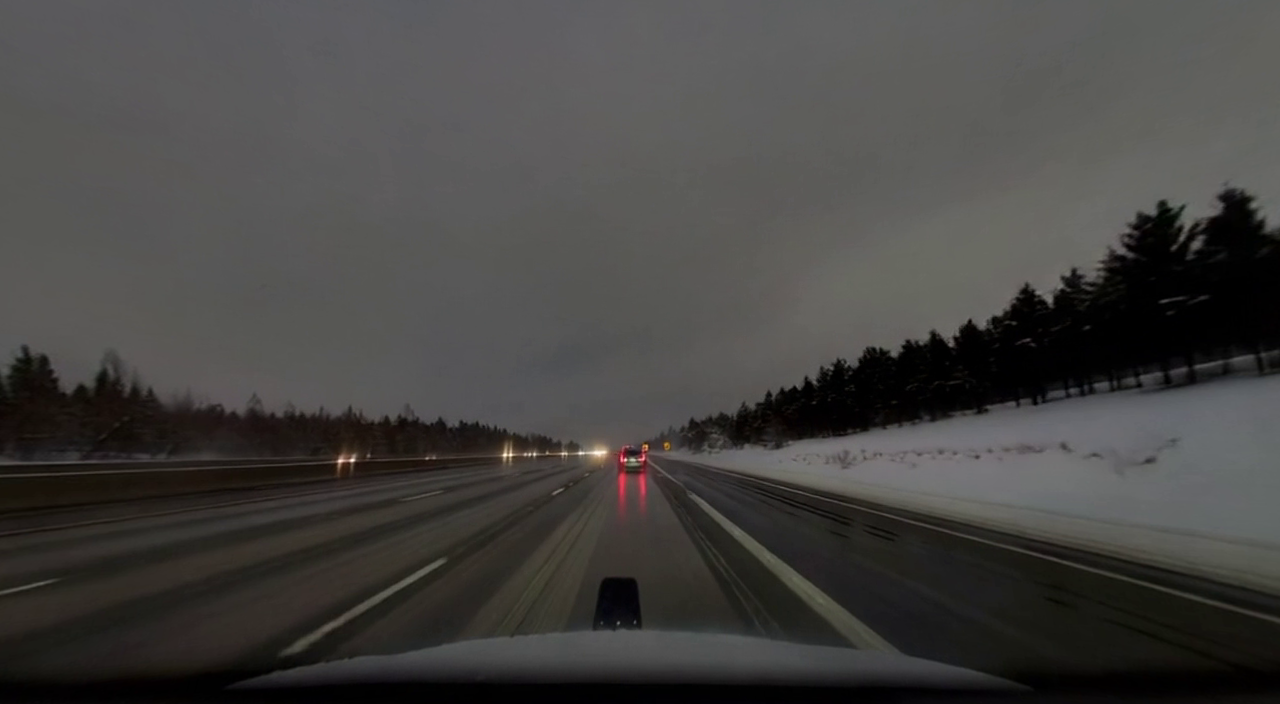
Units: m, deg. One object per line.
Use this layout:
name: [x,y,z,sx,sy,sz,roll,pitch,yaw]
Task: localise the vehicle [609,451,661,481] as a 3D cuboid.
vehicle: [-0.286,5.709,31.783,2.398,1.336,5.698,0,-9,-1]
